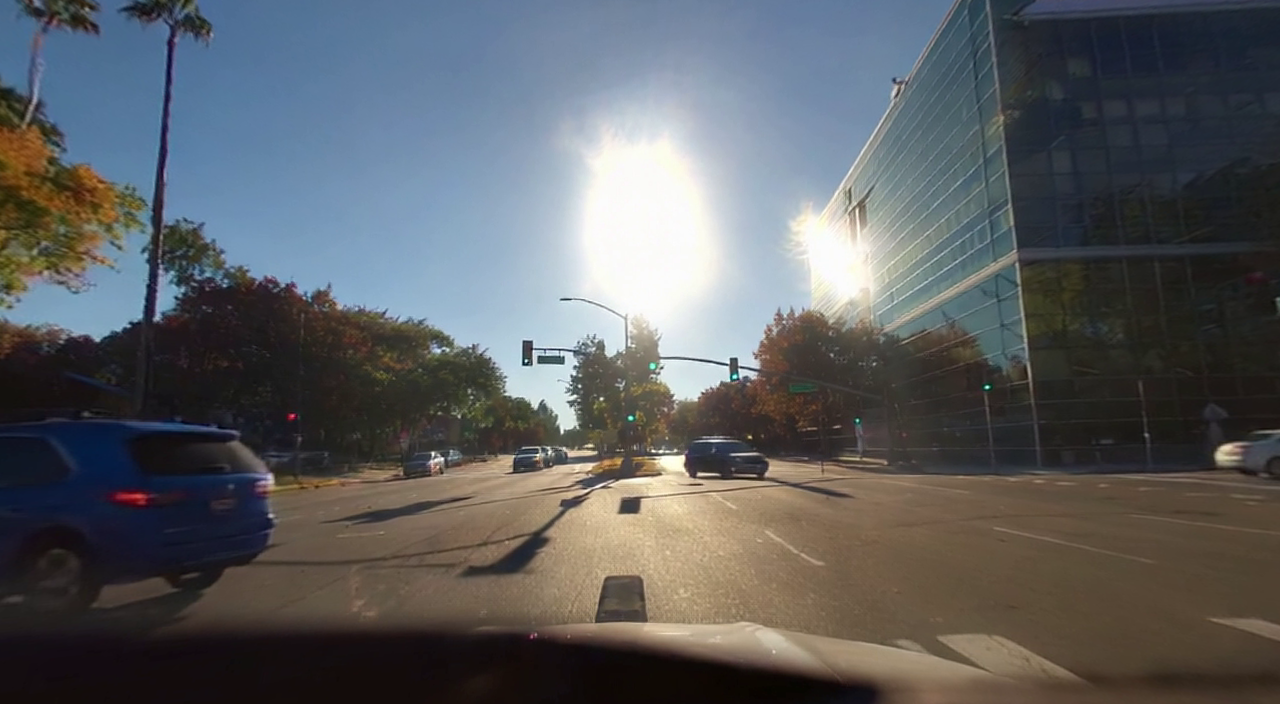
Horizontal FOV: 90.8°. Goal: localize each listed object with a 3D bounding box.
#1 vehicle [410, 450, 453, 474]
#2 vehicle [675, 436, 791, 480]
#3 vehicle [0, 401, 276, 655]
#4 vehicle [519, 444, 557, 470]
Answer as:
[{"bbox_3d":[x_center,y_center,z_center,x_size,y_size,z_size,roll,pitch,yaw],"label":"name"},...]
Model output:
[{"bbox_3d":[-14.474,7.642,44.056,1.786,1.499,3.797,0,-8,-2],"label":"vehicle"},{"bbox_3d":[3.875,4.486,27.014,1.998,1.674,4.652,8,-11,-41],"label":"vehicle"},{"bbox_3d":[-6.014,1.439,5.782,4.038,1.807,2.085,-1,-9,4],"label":"vehicle"},{"bbox_3d":[-6.971,7.199,43.605,2.034,1.663,4.025,0,-8,-1],"label":"vehicle"}]
